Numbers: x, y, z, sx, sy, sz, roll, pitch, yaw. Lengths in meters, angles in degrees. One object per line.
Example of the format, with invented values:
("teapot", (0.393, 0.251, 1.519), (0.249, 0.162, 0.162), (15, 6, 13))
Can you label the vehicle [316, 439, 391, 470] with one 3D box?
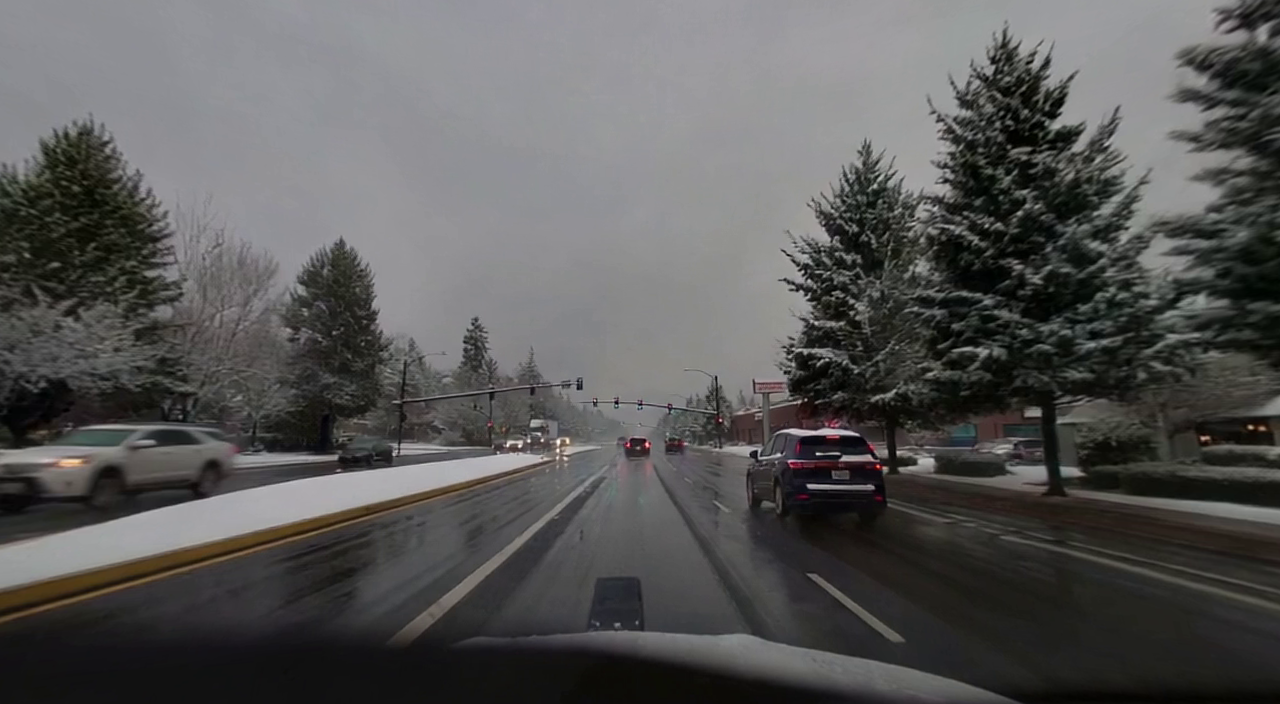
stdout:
("vehicle", (-15.136, 5.431, 33.678), (1.849, 1.477, 4.513), (0, -9, 0))

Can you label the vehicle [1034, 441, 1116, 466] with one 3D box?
("vehicle", (27.955, 6.531, 40.781), (1.802, 1.469, 4.578), (0, -9, -3))

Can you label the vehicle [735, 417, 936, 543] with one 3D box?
("vehicle", (2.986, 2.063, 10.821), (1.969, 1.682, 4.387), (0, -8, -1))

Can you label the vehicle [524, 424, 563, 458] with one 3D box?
("vehicle", (-7.569, 7.079, 49.985), (2.334, 2.525, 5.893), (0, -8, -2))

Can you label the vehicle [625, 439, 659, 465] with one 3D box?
("vehicle", (0.071, 6.206, 39.418), (2.023, 1.532, 3.891), (0, -8, -1))

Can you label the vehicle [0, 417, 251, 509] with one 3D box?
("vehicle", (-11.638, 2.498, 14.637), (2.142, 1.738, 4.893), (0, -8, -1))
